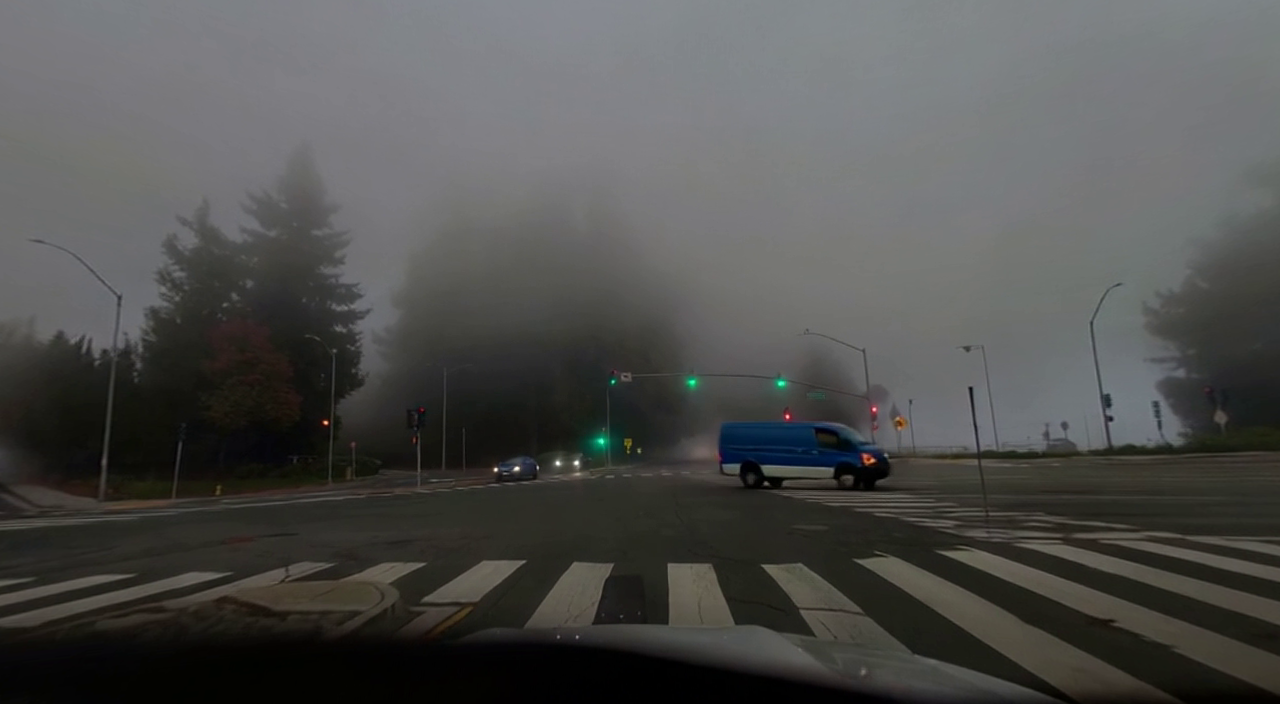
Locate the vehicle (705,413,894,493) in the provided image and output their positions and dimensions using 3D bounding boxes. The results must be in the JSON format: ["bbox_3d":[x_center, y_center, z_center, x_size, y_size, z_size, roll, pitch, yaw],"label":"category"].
[{"bbox_3d":[5.416,3.463,21.947,5.791,2.404,2.465,-6,-10,34],"label":"vehicle"}]
